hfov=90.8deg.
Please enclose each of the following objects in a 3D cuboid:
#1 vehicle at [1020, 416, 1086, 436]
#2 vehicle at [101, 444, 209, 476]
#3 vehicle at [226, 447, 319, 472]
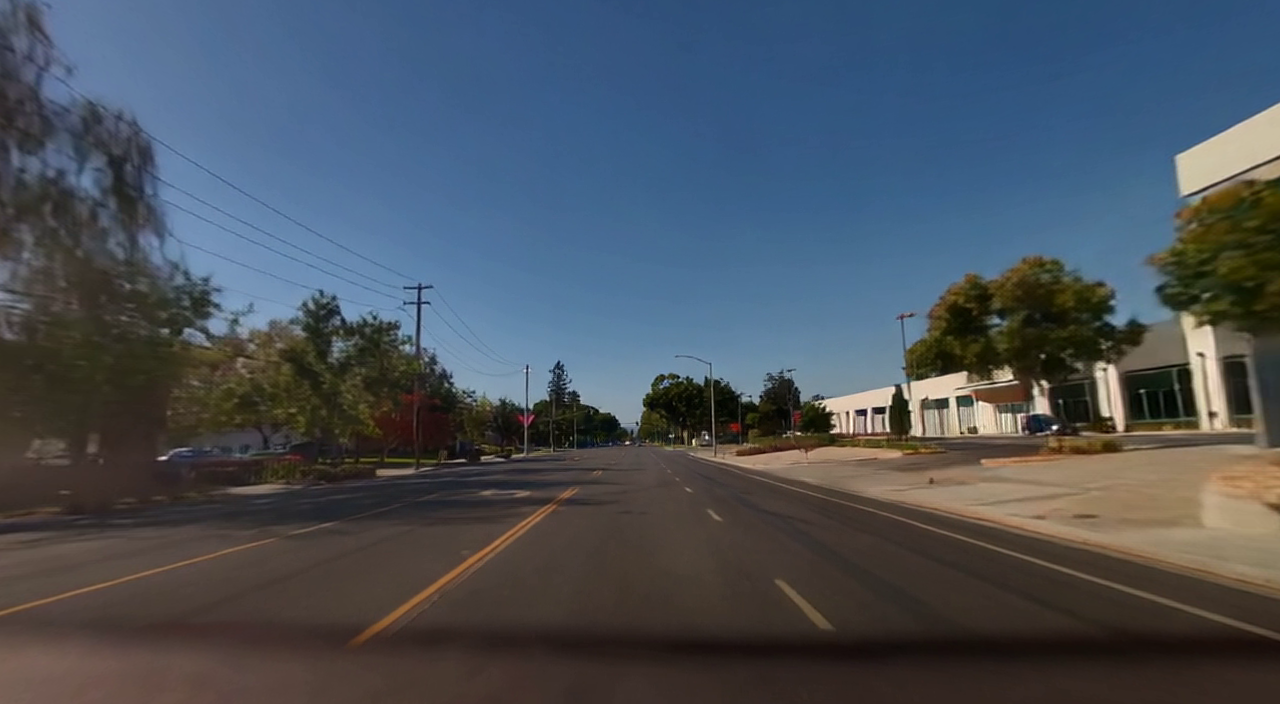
[{"bbox_3d":[32.516,5.867,49.821,3.904,1.508,1.724,-1,-9,1],"label":"vehicle"},{"bbox_3d":[-28.378,6.306,37.060,4.626,1.753,2.054,0,-8,1],"label":"vehicle"},{"bbox_3d":[-23.271,6.834,40.117,4.686,1.495,1.879,0,-8,1],"label":"vehicle"}]
